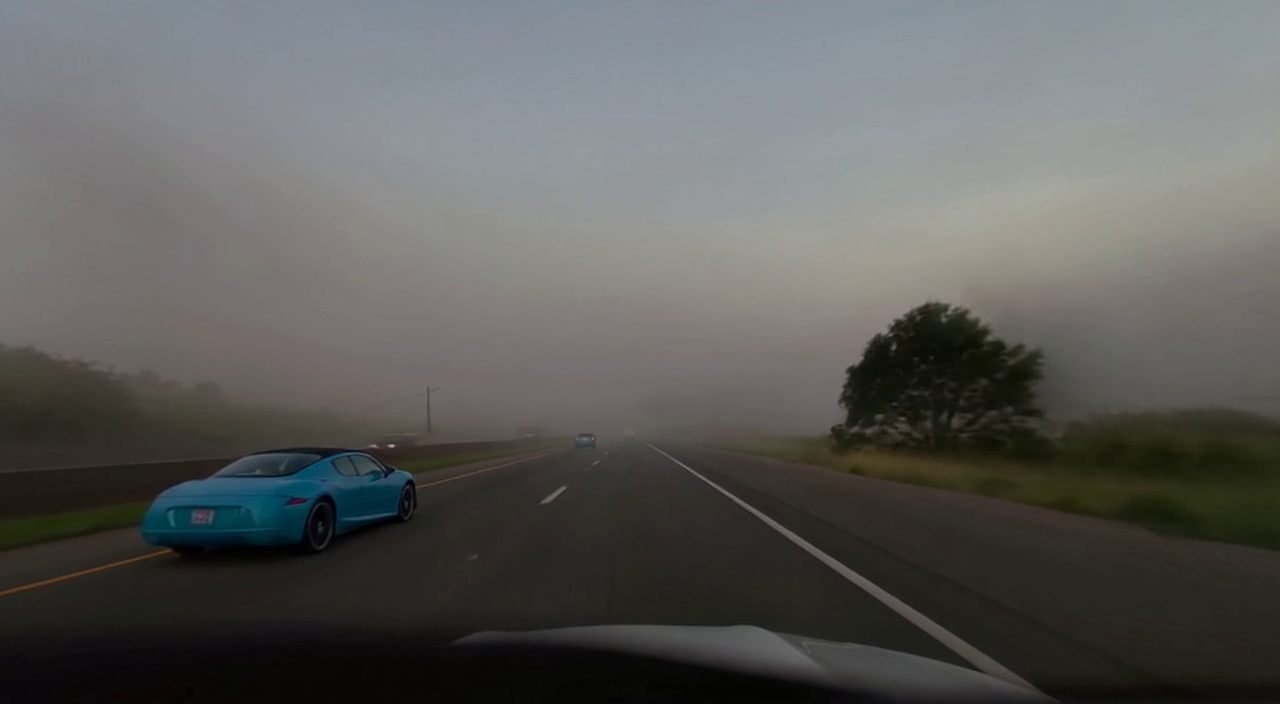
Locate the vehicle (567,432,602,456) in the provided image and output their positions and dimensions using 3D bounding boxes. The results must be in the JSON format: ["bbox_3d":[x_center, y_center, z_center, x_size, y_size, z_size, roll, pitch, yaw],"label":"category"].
[{"bbox_3d":[-3.621,6.058,41.542,2.024,1.456,3.754,0,-8,-1],"label":"vehicle"}]

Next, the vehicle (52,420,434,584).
[{"bbox_3d":[-4.158,1.597,7.648,1.969,1.413,4.194,0,-8,-1],"label":"vehicle"}]
